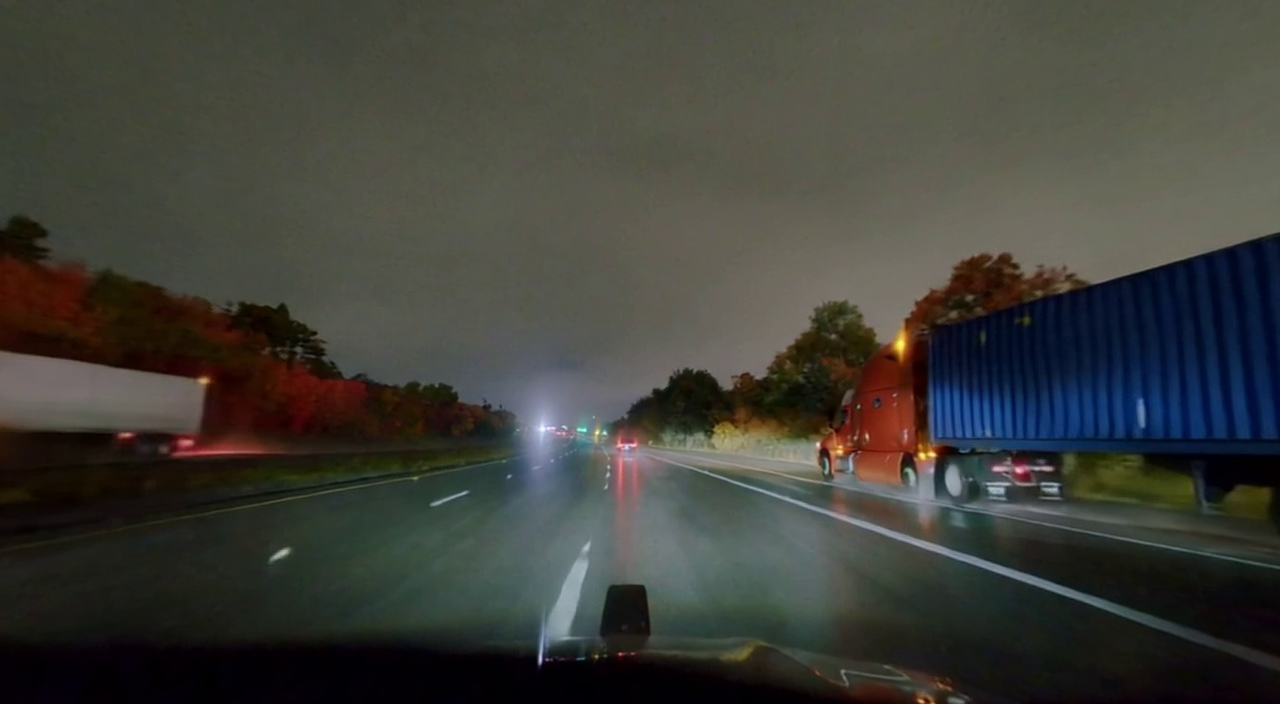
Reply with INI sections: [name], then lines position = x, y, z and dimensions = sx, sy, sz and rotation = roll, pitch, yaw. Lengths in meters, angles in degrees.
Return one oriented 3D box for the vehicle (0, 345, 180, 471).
[vehicle]
position = -22.332, 1.952, 21.353
dimensions = 3.012, 4.071, 14.519
rotation = 0, -8, -3
